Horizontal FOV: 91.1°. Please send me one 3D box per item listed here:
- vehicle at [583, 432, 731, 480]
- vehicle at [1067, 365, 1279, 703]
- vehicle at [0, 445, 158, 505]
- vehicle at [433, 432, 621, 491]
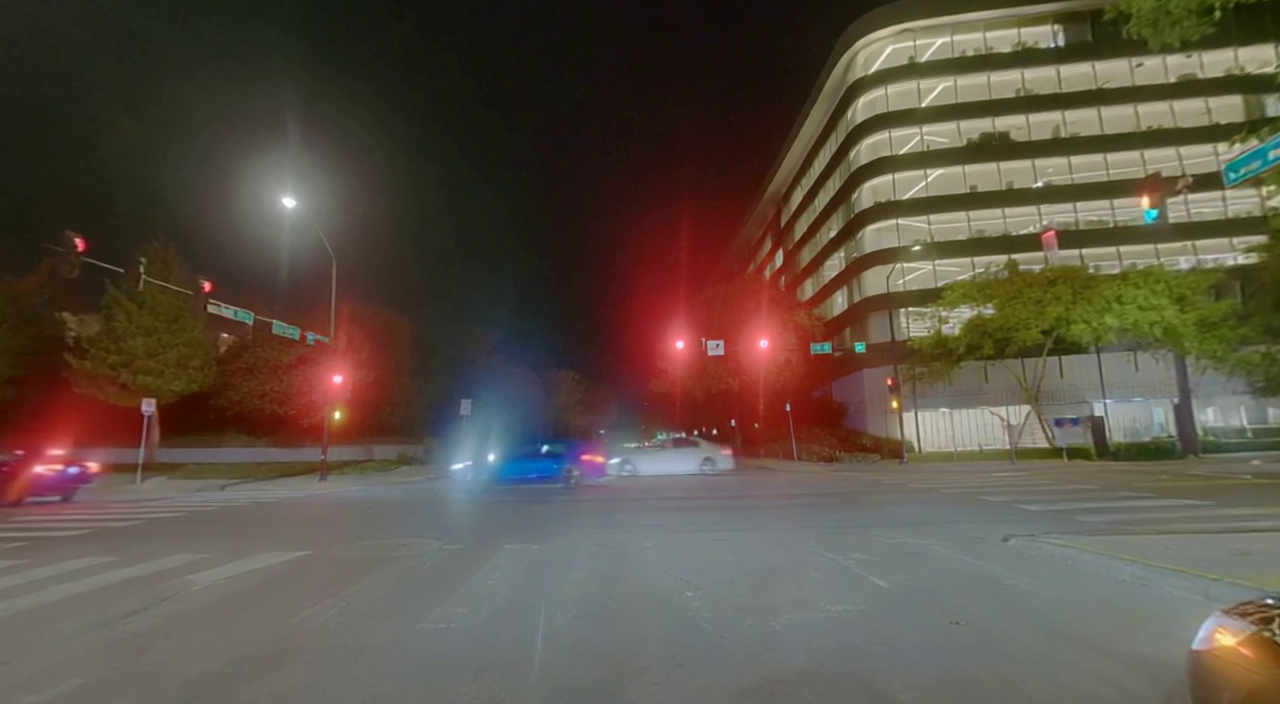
[{"bbox_3d":[0.547,3.399,20.624,4.623,1.477,1.884,0,-8,1],"label":"vehicle"},{"bbox_3d":[2.885,0.678,0.835,1.947,1.576,3.825,0,-8,1],"label":"vehicle"},{"bbox_3d":[-15.980,3.268,16.864,4.464,1.472,1.867,0,-8,-1],"label":"vehicle"},{"bbox_3d":[-2.919,2.943,17.016,4.723,1.484,1.883,0,-8,0],"label":"vehicle"}]
